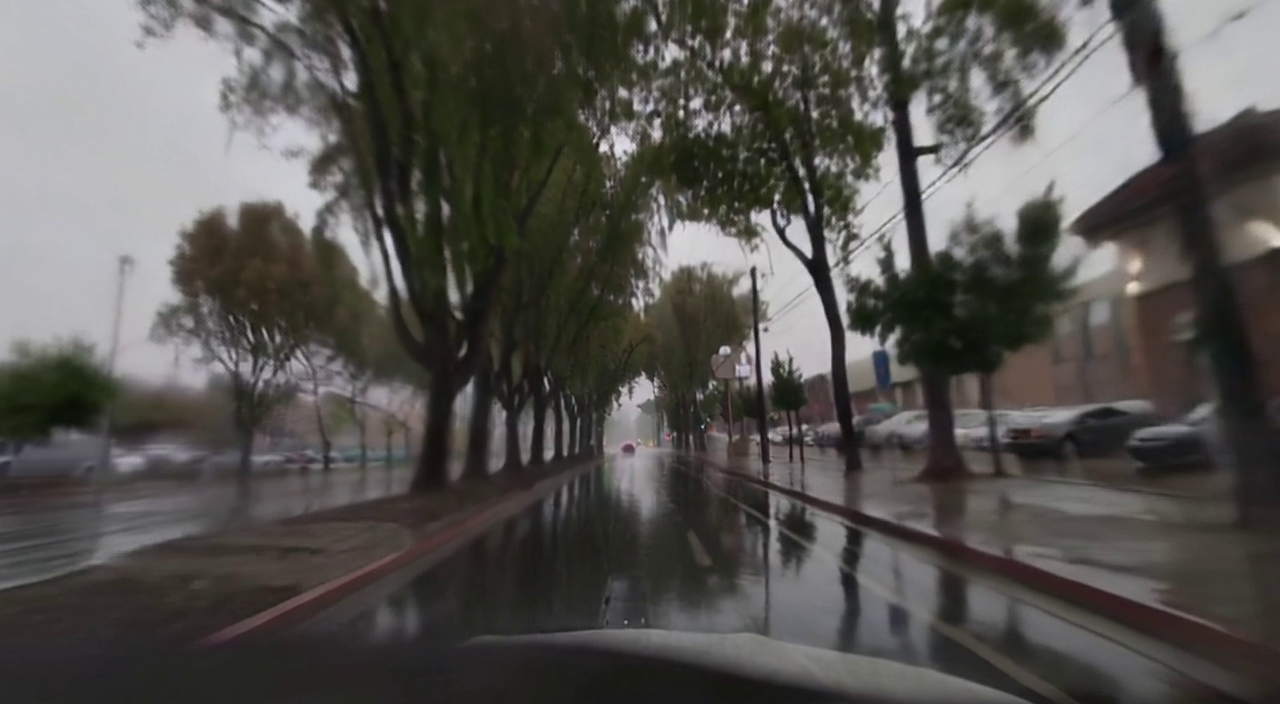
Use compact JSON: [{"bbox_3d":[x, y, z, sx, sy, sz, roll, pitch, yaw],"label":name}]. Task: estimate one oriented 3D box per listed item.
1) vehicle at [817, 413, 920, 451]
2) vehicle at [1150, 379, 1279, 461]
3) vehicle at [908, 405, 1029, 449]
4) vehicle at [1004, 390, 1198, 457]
[{"bbox_3d":[12.576,4.420,34.927,4.713,1.767,2.268,-3,-7,1],"label":"vehicle"},{"bbox_3d":[12.585,1.355,12.320,3.712,1.467,1.729,0,-8,-1],"label":"vehicle"},{"bbox_3d":[12.682,2.938,24.494,3.641,1.524,1.731,-2,-8,-1],"label":"vehicle"},{"bbox_3d":[12.365,1.965,17.100,3.742,1.560,1.822,-2,-8,0],"label":"vehicle"}]
